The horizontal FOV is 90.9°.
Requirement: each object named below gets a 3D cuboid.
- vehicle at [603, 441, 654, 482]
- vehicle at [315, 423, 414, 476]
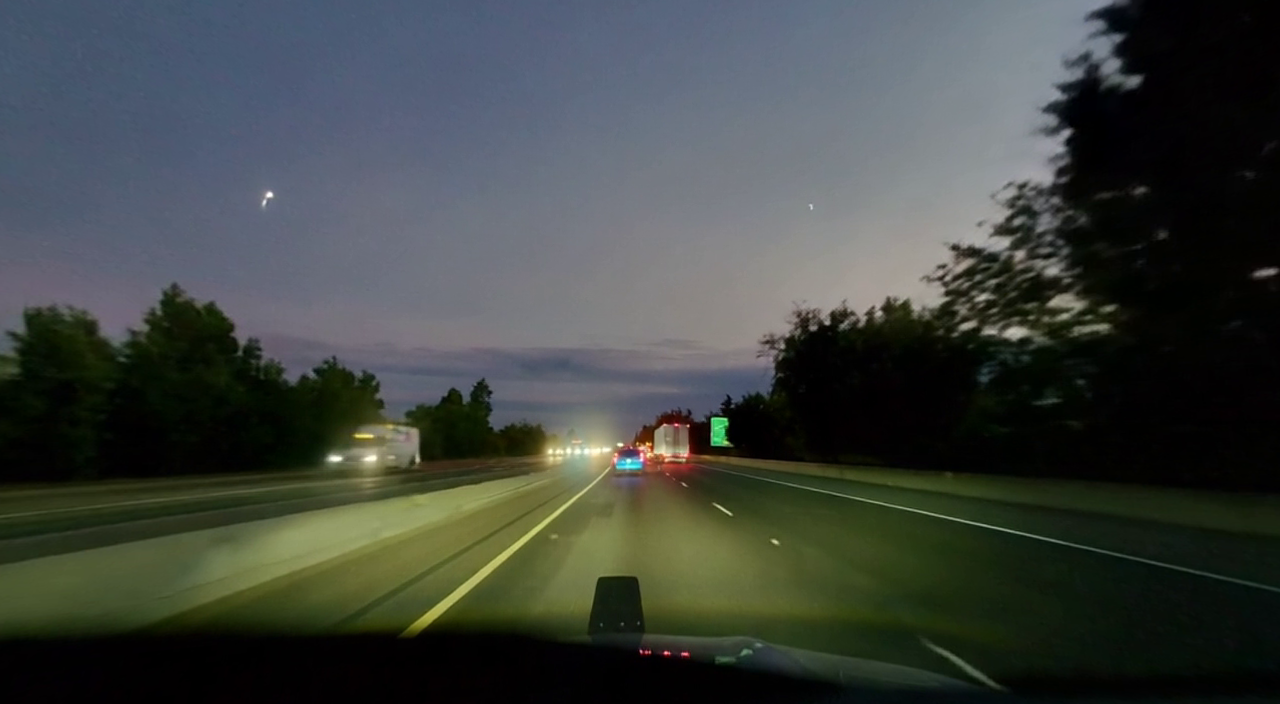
[{"bbox_3d":[-0.527,4.993,28.883,2.190,1.706,4.062,0,-9,-1],"label":"vehicle"},{"bbox_3d":[-12.980,4.691,30.239,2.298,2.264,5.462,0,-9,-1],"label":"vehicle"}]
